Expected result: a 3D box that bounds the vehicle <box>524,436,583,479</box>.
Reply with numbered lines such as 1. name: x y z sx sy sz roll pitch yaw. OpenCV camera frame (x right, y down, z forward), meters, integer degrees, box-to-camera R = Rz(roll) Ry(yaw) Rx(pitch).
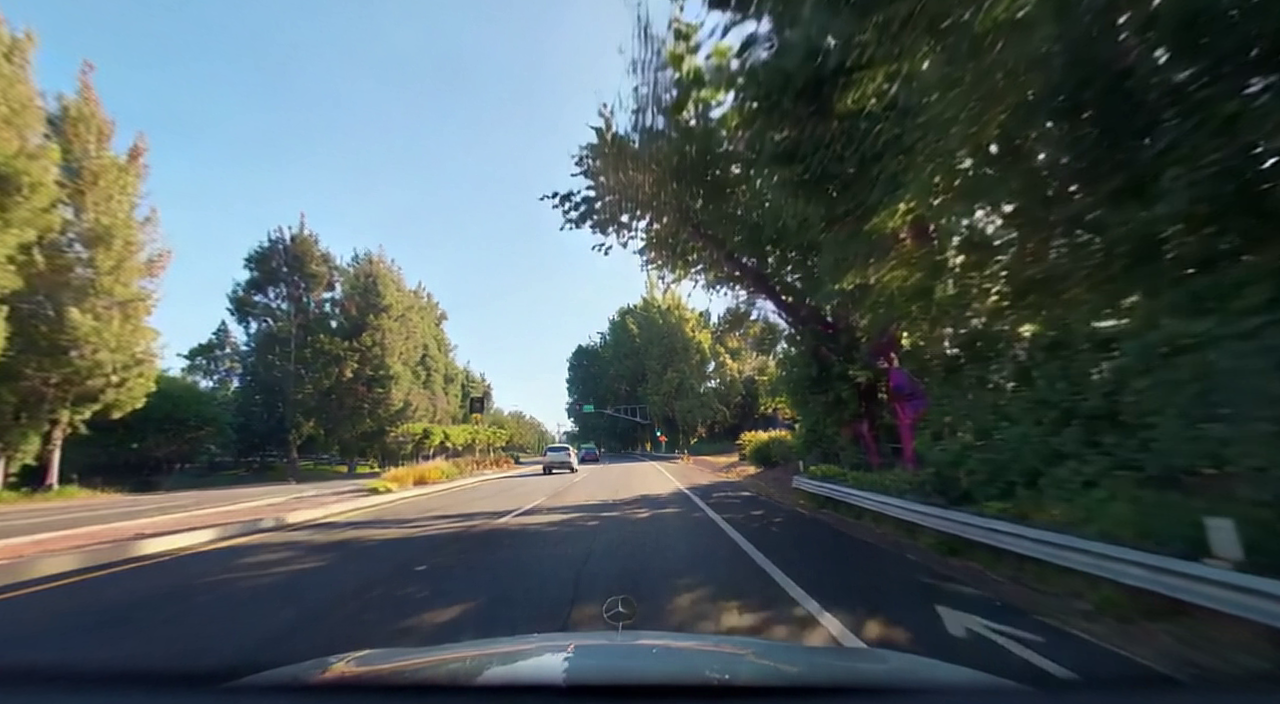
1. vehicle: -4.184 5.188 31.361 2.246 1.885 5.275 -1 -9 -1
